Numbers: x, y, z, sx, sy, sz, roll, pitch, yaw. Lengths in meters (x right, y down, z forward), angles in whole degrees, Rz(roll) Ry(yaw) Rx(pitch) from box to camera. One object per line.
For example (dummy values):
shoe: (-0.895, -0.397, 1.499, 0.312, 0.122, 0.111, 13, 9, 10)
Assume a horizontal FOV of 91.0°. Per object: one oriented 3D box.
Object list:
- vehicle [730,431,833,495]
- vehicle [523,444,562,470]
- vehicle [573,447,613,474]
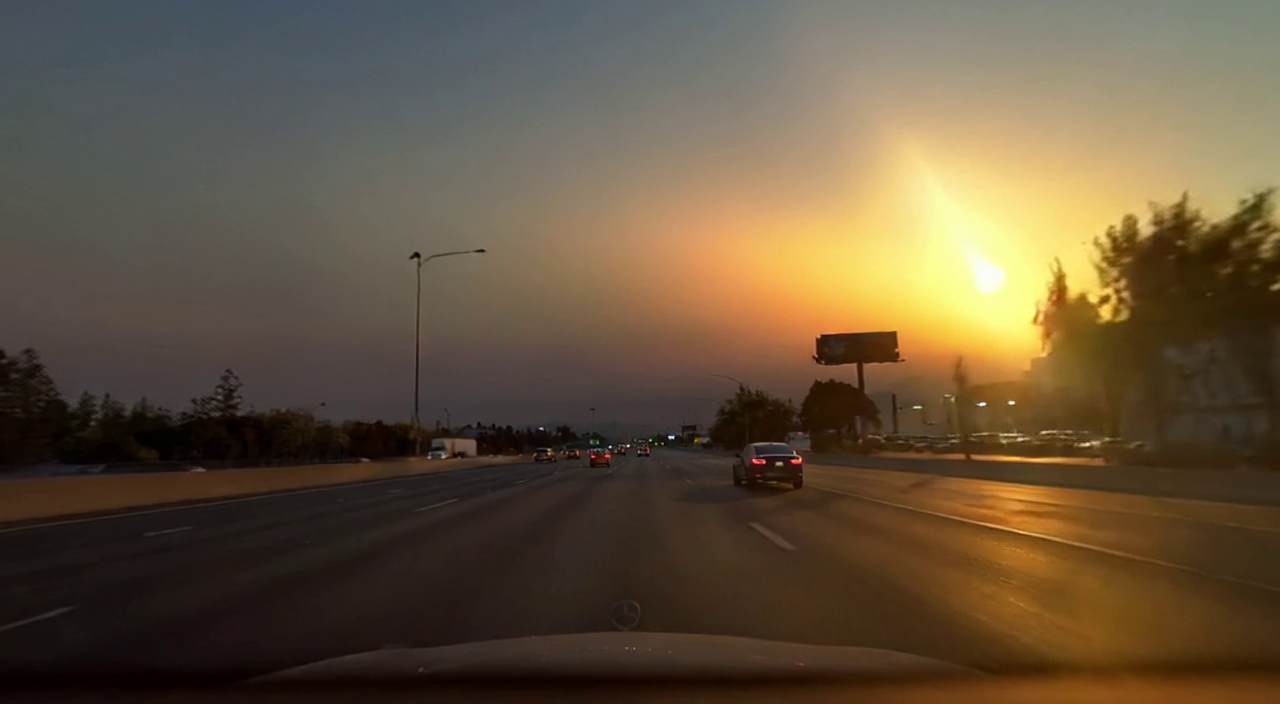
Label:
vehicle: (4.318, 3.485, 20.092, 2.109, 1.764, 4.704, 0, -9, -1)
vehicle: (-7.318, 7.930, 47.751, 2.112, 1.813, 4.716, -1, -9, 1)
vehicle: (-2.818, 6.606, 38.692, 2.139, 1.510, 4.506, -1, -9, 0)
